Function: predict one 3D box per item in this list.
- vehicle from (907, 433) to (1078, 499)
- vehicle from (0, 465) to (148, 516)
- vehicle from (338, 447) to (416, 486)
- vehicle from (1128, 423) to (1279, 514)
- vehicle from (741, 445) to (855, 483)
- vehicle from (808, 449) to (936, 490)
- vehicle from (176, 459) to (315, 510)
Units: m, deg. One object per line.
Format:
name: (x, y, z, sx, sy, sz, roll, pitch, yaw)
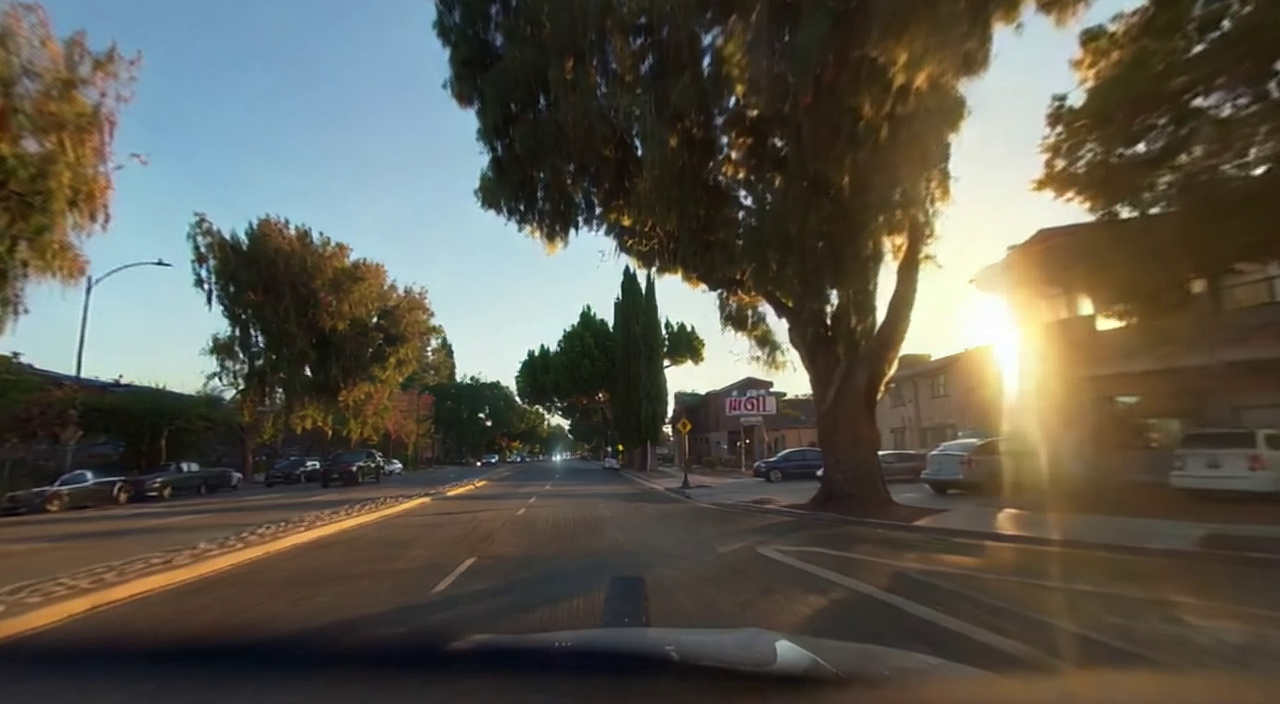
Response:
vehicle: (10.570, 3.378, 18.904, 4.669, 1.770, 1.896, 4, -10, -23)
vehicle: (-20.145, 4.826, 22.360, 1.842, 1.474, 4.712, 1, -9, -5)
vehicle: (-14.569, 6.360, 35.360, 2.228, 1.976, 5.857, 1, -9, -5)
vehicle: (14.406, 2.628, 14.553, 5.314, 1.829, 2.018, 3, -9, -16)
vehicle: (7.512, 5.357, 30.262, 4.843, 1.748, 1.985, 1, -9, -8)
vehicle: (8.840, 4.463, 24.160, 4.257, 1.474, 1.751, 2, -9, -11)
vehicle: (-12.875, 4.306, 20.993, 1.951, 1.436, 4.624, 1, -9, -5)
